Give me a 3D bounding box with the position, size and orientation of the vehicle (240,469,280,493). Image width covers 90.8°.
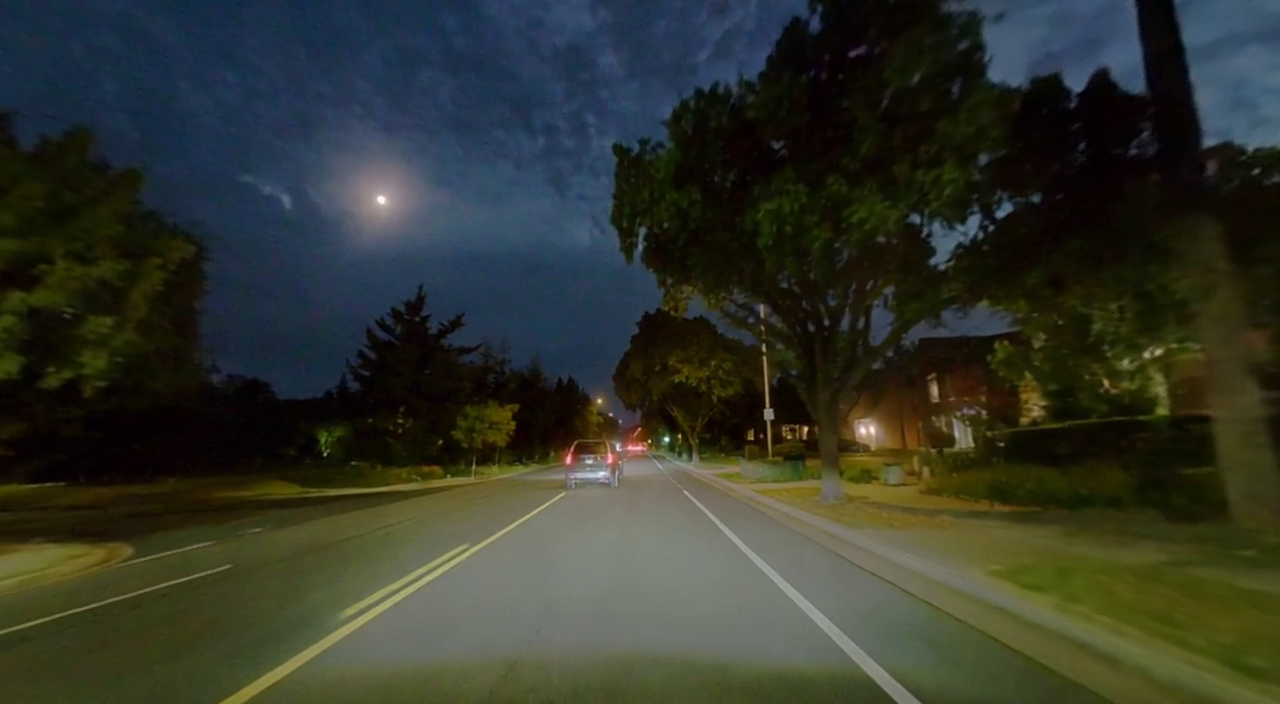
[{"bbox_3d":[-30.003,10.160,49.974,1.926,1.552,4.355,3,-9,-21],"label":"vehicle"}]

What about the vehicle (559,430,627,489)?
[{"bbox_3d":[-1.702,4.127,24.614,2.210,2.023,4.663,0,-8,1],"label":"vehicle"}]
